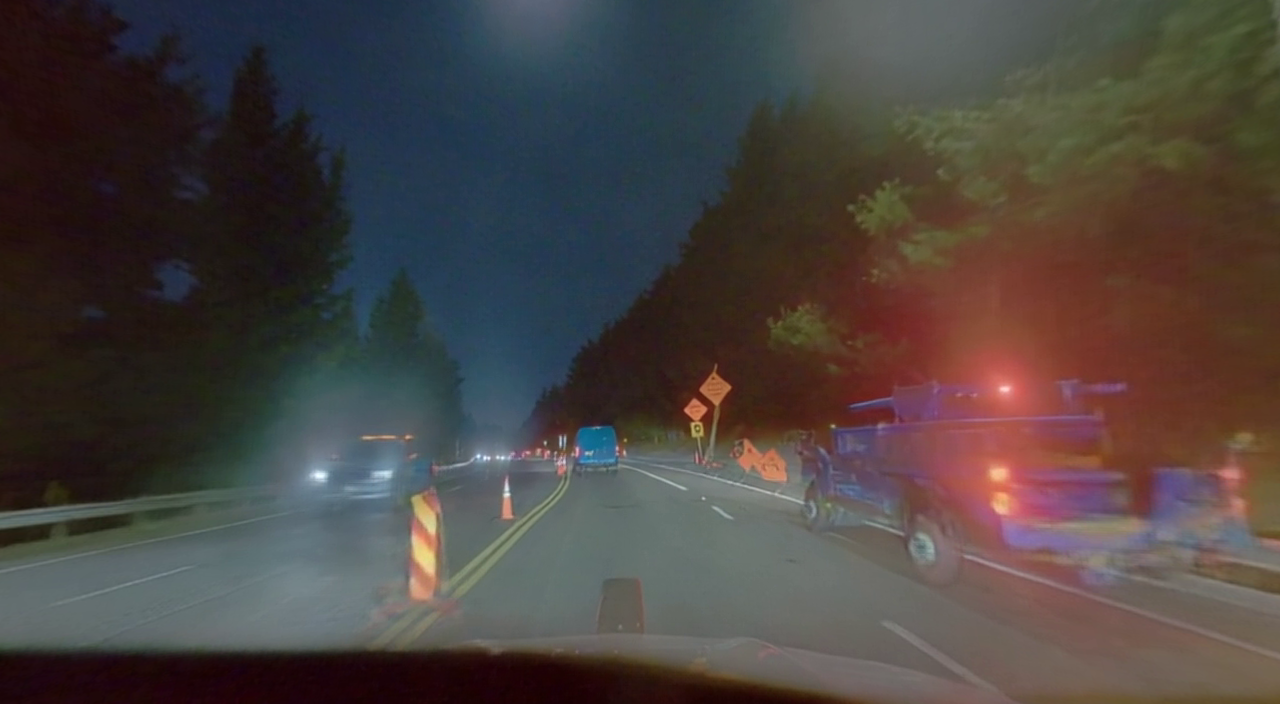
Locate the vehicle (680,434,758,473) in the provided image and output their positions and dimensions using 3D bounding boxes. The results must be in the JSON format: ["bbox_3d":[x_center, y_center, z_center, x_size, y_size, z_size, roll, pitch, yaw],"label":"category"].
[{"bbox_3d":[2.900,3.839,24.137,2.277,1.299,3.889,-1,-8,-3],"label":"vehicle"}]

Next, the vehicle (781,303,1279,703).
[{"bbox_3d":[3.580,1.224,6.477,2.415,1.932,6.910,1,-8,-3],"label":"vehicle"}]

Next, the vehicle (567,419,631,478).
[{"bbox_3d":[-1.858,4.123,27.031,2.362,2.247,4.892,1,-8,-8],"label":"vehicle"}]

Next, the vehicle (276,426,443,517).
[{"bbox_3d":[-6.094,2.631,14.441,1.992,1.712,4.504,1,-8,-4],"label":"vehicle"}]
